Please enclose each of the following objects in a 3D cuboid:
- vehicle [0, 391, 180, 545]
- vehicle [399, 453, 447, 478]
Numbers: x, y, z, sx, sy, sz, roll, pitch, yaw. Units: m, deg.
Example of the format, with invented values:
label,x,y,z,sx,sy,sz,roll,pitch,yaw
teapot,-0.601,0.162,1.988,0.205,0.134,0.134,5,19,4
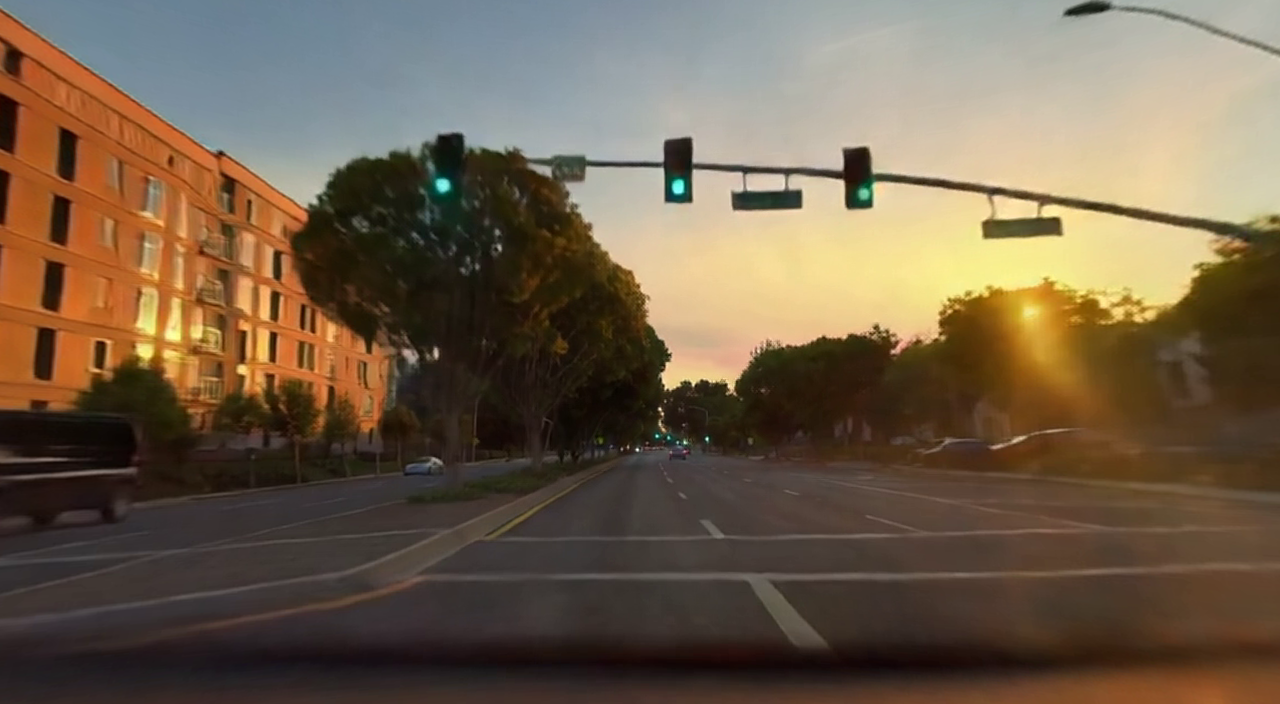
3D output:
label,x,y,z,sx,sy,sz,roll,pitch,yaw
vehicle,-15.757,2.705,14.864,2.783,3.404,9.441,0,-9,-1
vehicle,-16.078,8.396,47.008,1.975,1.629,4.491,0,-8,0
